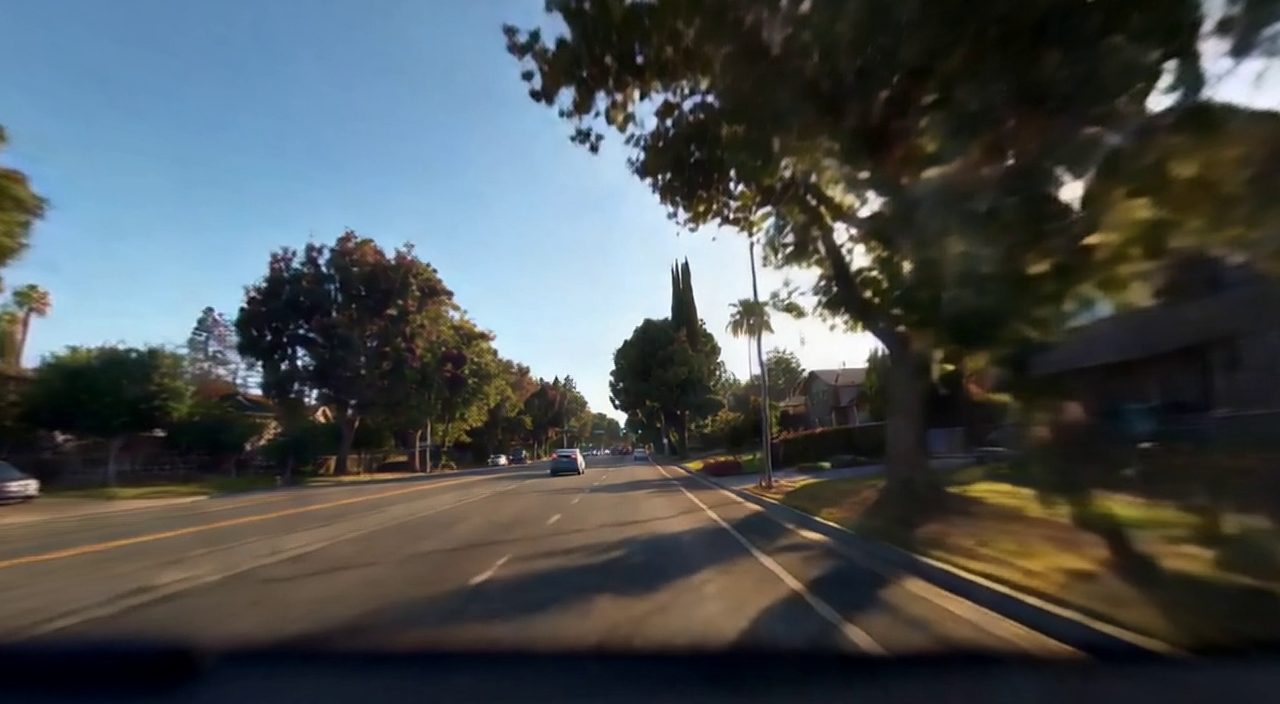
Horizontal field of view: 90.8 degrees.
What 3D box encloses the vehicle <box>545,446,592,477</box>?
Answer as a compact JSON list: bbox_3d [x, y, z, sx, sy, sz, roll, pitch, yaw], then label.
[{"bbox_3d":[-3.670,5.699,33.155,1.992,1.447,4.044,0,-8,0],"label":"vehicle"}]
